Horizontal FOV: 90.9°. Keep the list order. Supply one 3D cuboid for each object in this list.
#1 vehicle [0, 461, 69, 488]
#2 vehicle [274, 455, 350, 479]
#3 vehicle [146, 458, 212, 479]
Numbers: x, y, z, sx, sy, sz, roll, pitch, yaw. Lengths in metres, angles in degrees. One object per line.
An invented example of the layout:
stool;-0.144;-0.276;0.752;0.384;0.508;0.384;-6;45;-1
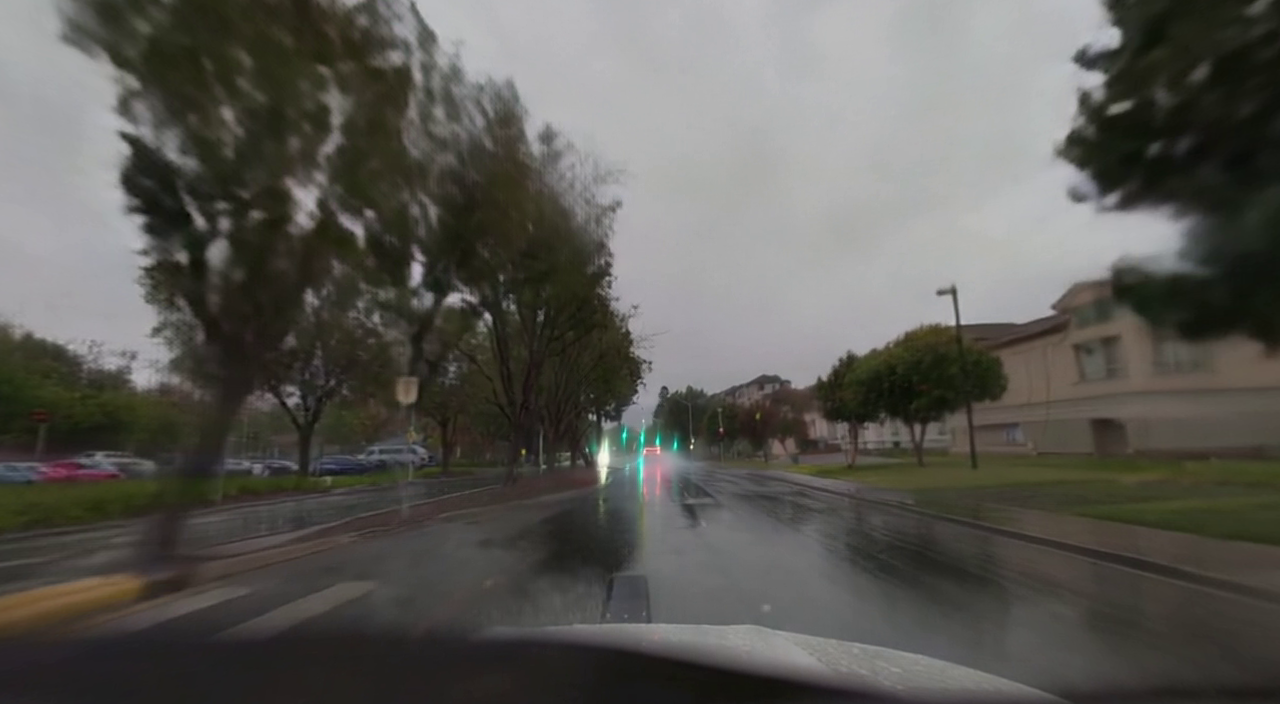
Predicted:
vehicle;-49.537;9.678;49.950;2.176;1.931;6.752;-1;-9;1
vehicle;-22.680;7.950;43.691;4.140;1.556;1.995;-1;-9;3
vehicle;-35.916;9.053;49.229;1.788;1.470;4.439;0;-9;-1
